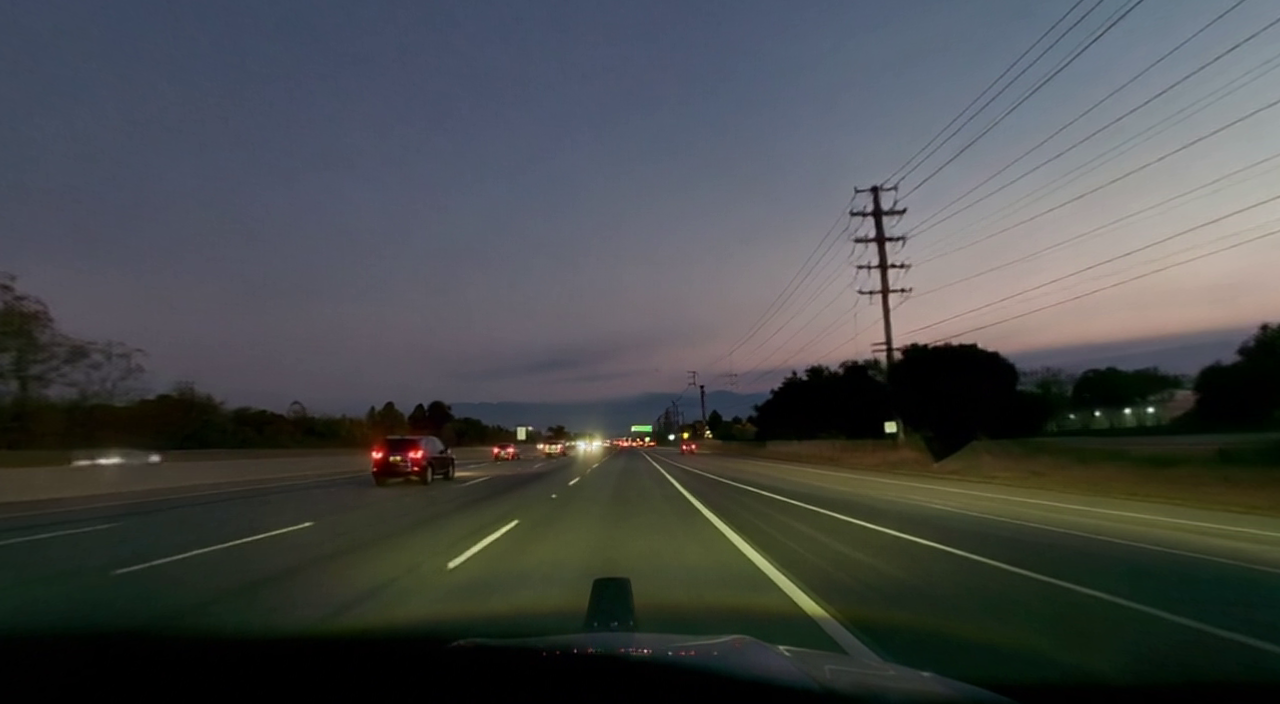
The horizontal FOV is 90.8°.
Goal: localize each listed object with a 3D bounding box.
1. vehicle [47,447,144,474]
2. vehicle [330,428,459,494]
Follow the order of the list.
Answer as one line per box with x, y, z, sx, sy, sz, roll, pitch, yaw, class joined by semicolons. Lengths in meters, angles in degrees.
-34.222;6.821;39.921;1.885;1.547;4.757;0;-9;0;vehicle
-7.599;3.420;20.273;2.115;1.799;5.444;0;-9;-2;vehicle
